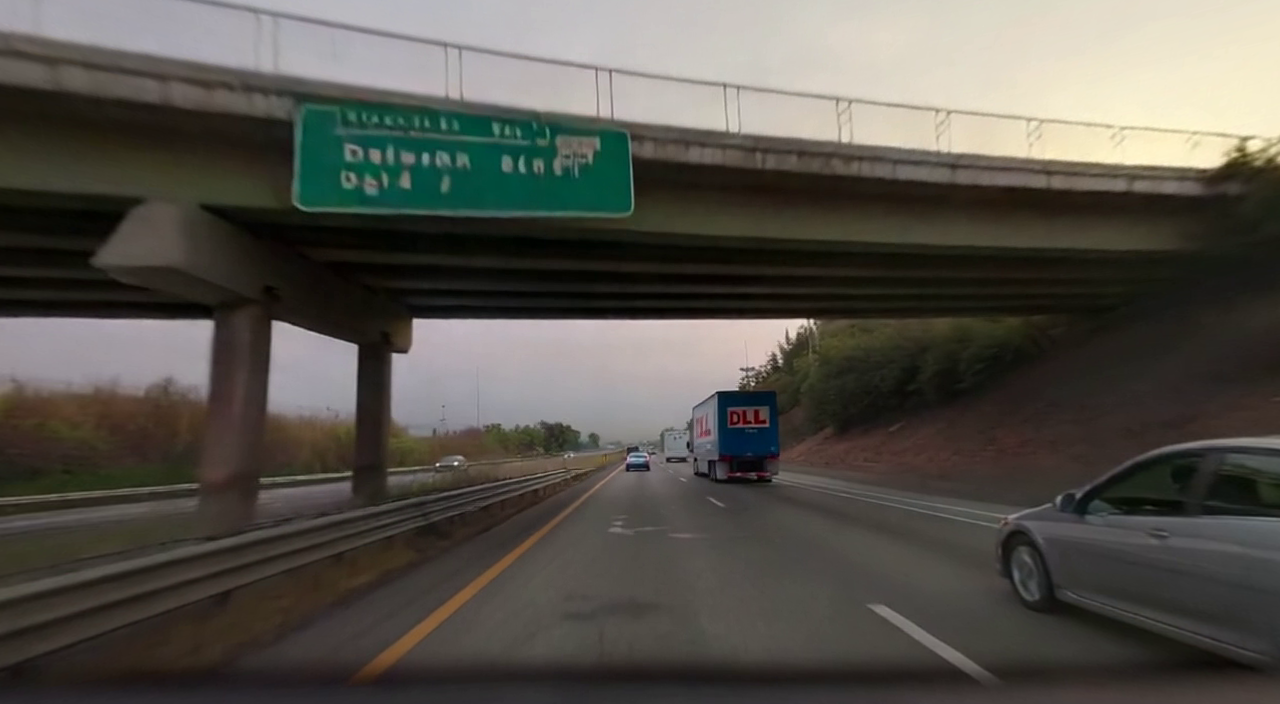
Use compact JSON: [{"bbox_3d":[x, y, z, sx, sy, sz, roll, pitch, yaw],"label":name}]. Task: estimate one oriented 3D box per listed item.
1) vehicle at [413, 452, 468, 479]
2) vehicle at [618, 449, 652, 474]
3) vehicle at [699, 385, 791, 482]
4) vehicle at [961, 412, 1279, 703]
[{"bbox_3d":[-12.589,7.163,40.069,1.960,1.605,4.303,-1,-9,2],"label":"vehicle"},{"bbox_3d":[-0.301,6.813,39.356,2.055,1.445,3.661,0,-9,0],"label":"vehicle"},{"bbox_3d":[4.701,3.987,30.107,2.838,3.985,8.010,0,-9,-1],"label":"vehicle"},{"bbox_3d":[3.774,1.087,3.376,1.894,1.452,4.164,0,-9,0],"label":"vehicle"}]
